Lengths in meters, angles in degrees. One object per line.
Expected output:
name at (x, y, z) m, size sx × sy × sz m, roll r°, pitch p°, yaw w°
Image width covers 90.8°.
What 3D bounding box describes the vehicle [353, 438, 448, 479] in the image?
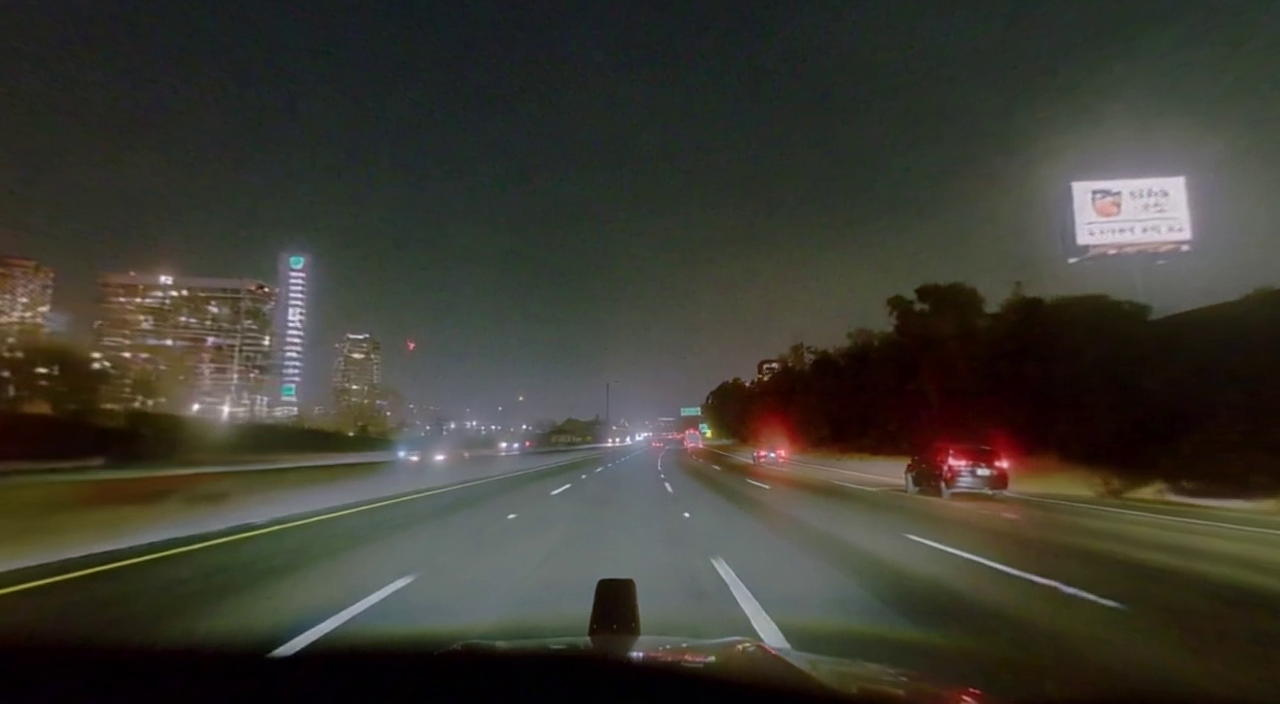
vehicle at (-9.809, 4.390, 26.319) m, size 2.101 × 1.536 × 4.532 m, roll 0°, pitch -8°, yaw 1°
